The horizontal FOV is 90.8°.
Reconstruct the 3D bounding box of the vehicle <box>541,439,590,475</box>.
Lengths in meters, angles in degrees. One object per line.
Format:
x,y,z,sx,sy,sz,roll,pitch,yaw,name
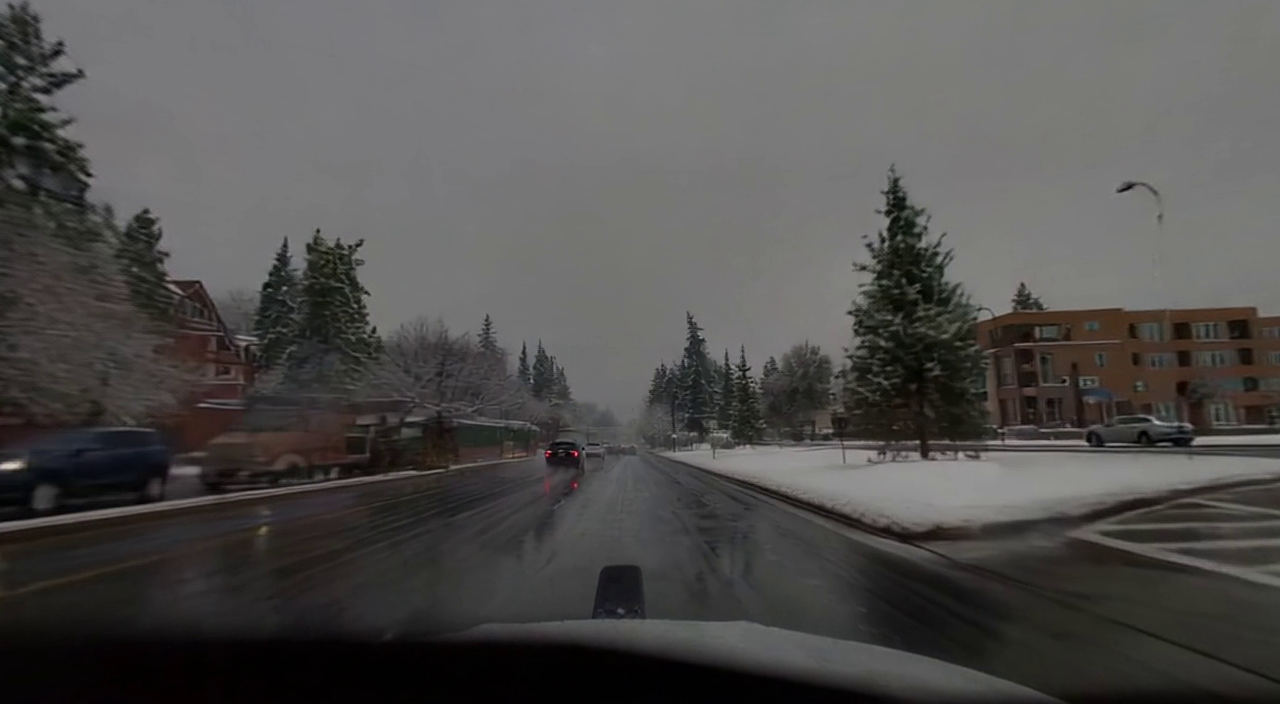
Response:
-3.806,5.429,32.906,1.959,1.741,4.141,0,-8,1,vehicle

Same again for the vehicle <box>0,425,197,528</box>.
-12.217,2.557,13.560,2.071,1.817,4.634,0,-8,-1,vehicle

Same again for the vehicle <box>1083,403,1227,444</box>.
25.069,3.618,31.160,2.195,1.814,5.872,0,-8,1,vehicle
